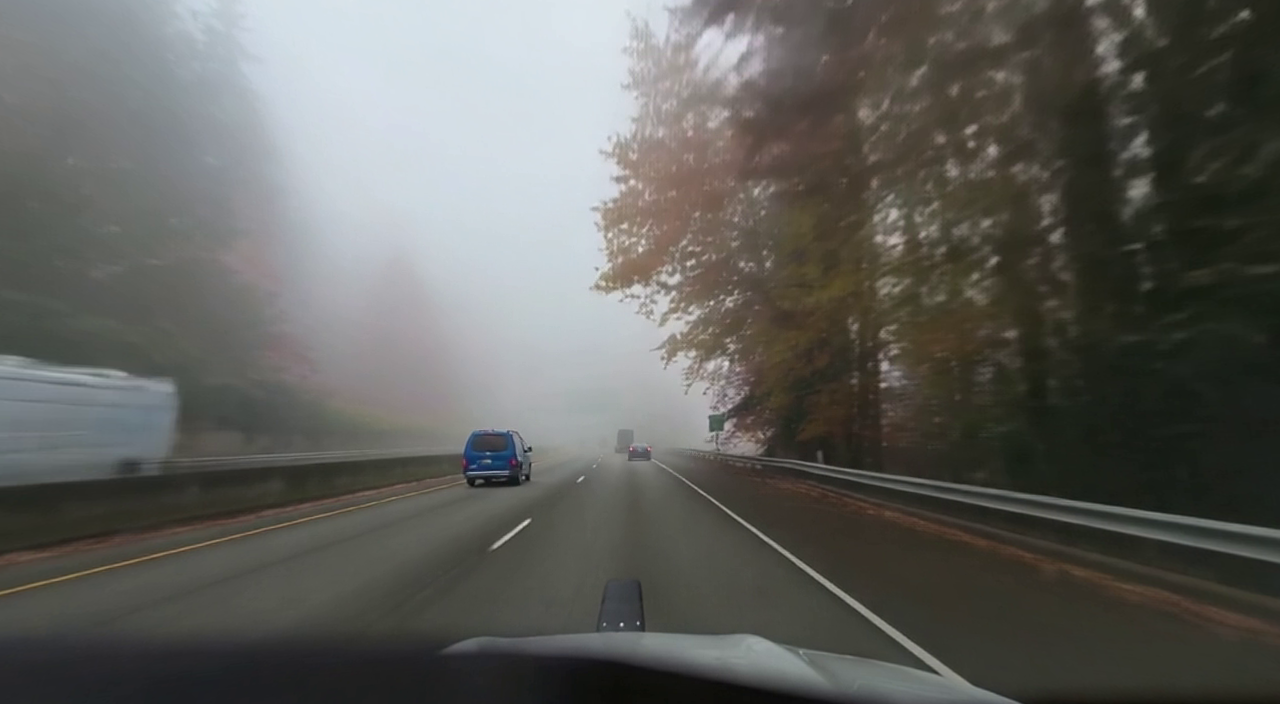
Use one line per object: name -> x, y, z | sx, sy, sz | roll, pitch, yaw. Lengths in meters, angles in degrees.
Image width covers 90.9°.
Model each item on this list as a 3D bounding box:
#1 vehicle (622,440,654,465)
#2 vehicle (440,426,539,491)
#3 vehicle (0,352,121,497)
vehicle -> -0.142, 6.395, 40.238 | 1.939, 1.497, 3.863 | 1, -8, -1
vehicle -> -4.327, 3.140, 18.870 | 1.924, 1.720, 4.195 | 0, -8, 0
vehicle -> -11.678, 1.110, 9.832 | 2.276, 2.355, 5.643 | 0, -8, 0
